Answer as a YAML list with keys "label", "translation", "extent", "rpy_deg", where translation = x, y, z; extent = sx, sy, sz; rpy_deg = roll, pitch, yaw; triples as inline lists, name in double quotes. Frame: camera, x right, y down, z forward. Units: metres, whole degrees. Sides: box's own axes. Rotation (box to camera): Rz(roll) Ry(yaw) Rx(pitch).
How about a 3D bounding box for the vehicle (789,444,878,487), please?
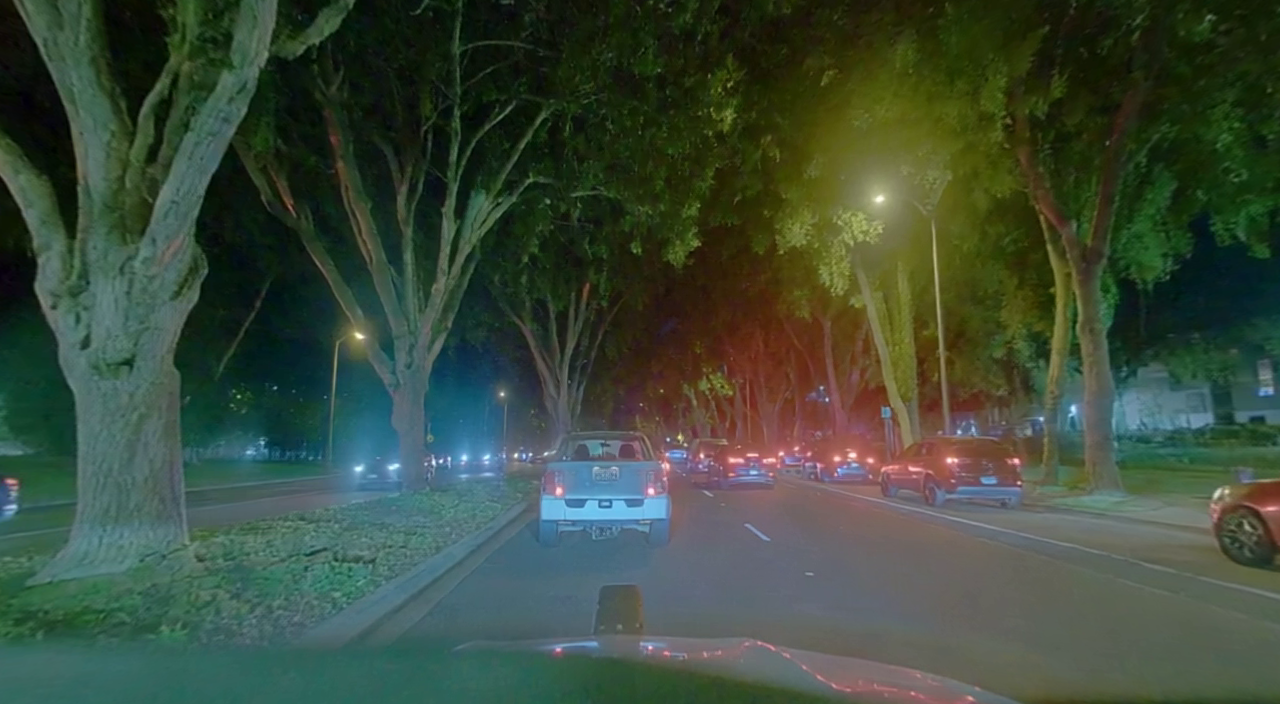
- label: "vehicle"
  translation: [7.161, 4.228, 23.924]
  extent: [1.977, 1.485, 4.308]
  rpy_deg: [0, -8, 0]

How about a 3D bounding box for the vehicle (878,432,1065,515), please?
- label: "vehicle"
  translation: [7.724, 2.852, 15.353]
  extent: [2.168, 1.709, 4.289]
  rpy_deg: [0, -8, 0]

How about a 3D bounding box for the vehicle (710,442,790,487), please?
- label: "vehicle"
  translation: [3.898, 4.068, 23.206]
  extent: [2.175, 1.477, 4.520]
  rpy_deg: [0, -8, 1]

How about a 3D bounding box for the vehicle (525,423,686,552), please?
- label: "vehicle"
  translation: [-0.523, 2.049, 10.200]
  extent: [2.106, 1.655, 3.717]
  rpy_deg: [0, -8, -2]

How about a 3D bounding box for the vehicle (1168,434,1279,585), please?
- label: "vehicle"
  translation: [7.417, 1.419, 5.217]
  extent: [1.995, 1.517, 5.006]
  rpy_deg: [-1, -8, 3]

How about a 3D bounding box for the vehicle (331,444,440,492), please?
- label: "vehicle"
  translation: [-8.851, 4.049, 22.495]
  extent: [1.938, 1.513, 4.593]
  rpy_deg: [0, -8, 1]

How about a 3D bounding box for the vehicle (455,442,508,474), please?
- label: "vehicle"
  translation: [-8.887, 5.975, 35.762]
  extent: [1.920, 1.663, 4.036]
  rpy_deg: [0, -8, 1]
